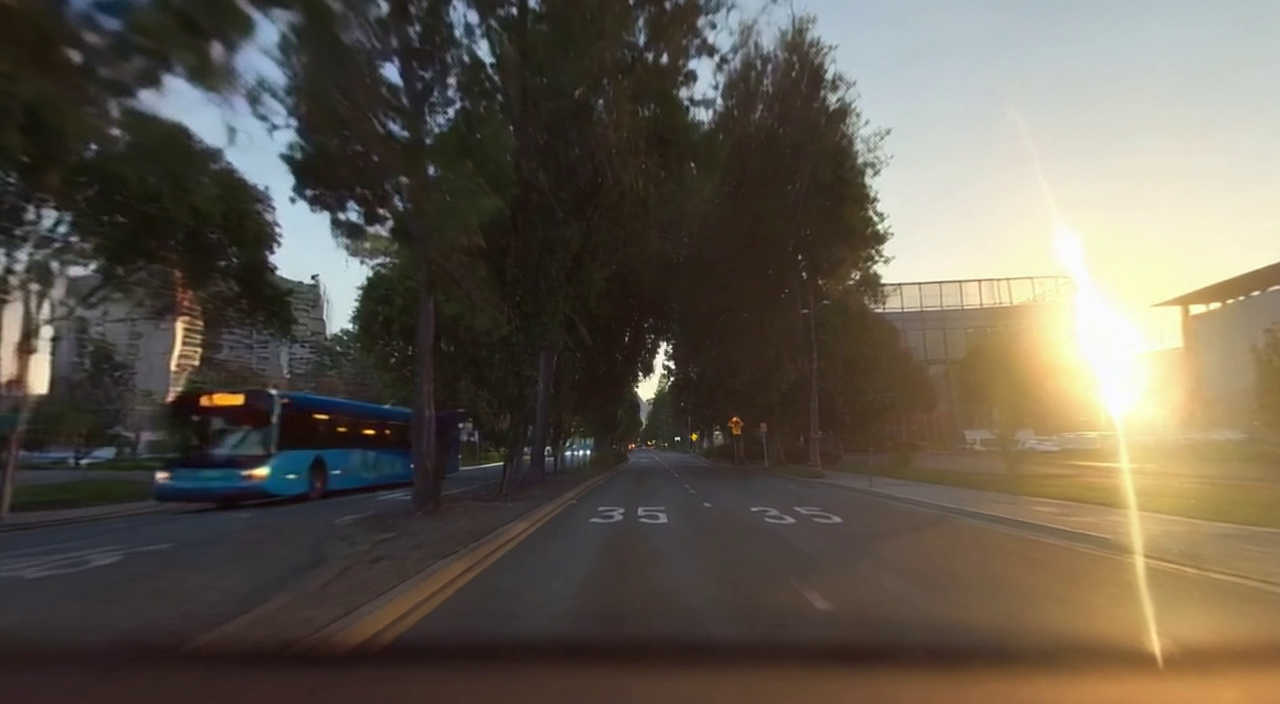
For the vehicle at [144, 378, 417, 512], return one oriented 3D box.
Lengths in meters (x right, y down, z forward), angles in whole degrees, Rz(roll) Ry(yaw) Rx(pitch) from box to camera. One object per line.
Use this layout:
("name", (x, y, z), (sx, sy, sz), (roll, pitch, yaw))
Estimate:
("vehicle", (-10.937, 3.092, 21.131), (3.052, 3.397, 10.003), (0, -8, 1))
